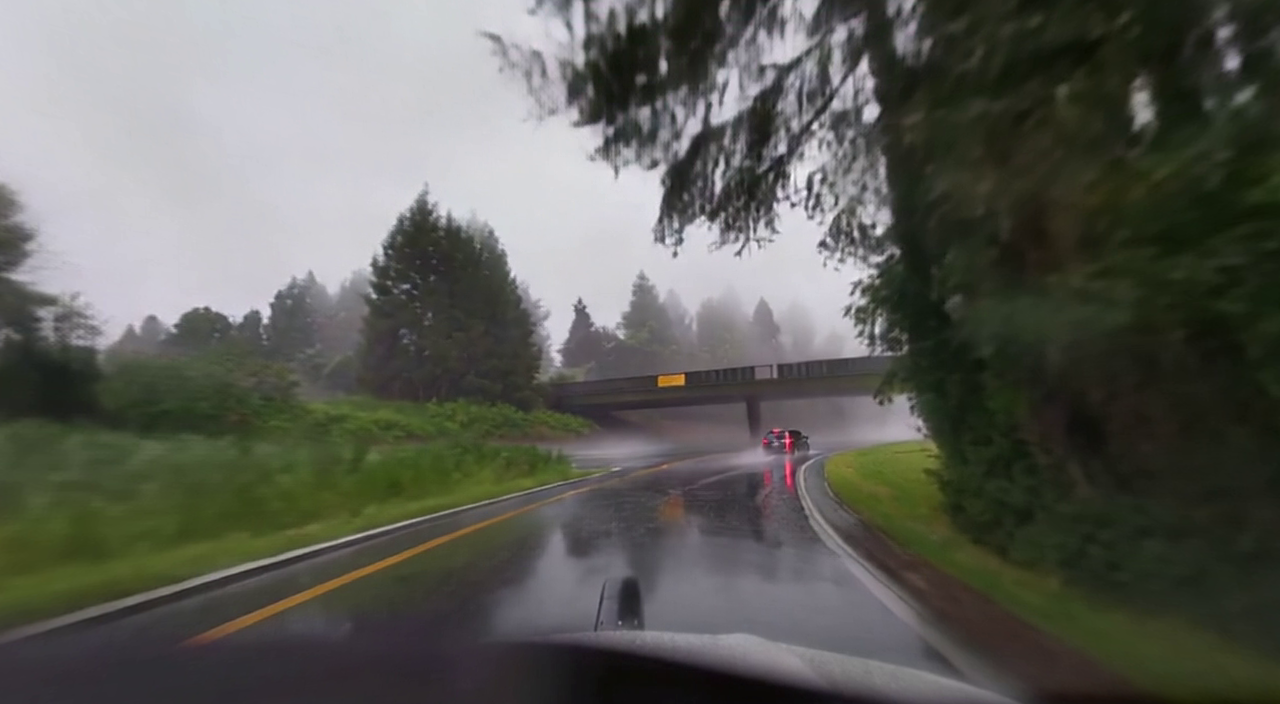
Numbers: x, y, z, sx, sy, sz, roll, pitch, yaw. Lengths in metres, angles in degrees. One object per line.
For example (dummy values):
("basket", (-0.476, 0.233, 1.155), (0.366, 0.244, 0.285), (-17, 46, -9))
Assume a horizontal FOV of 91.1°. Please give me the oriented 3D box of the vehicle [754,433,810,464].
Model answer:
("vehicle", (7.347, 4.978, 32.366), (1.980, 1.449, 3.650), (-5, -10, 25))
